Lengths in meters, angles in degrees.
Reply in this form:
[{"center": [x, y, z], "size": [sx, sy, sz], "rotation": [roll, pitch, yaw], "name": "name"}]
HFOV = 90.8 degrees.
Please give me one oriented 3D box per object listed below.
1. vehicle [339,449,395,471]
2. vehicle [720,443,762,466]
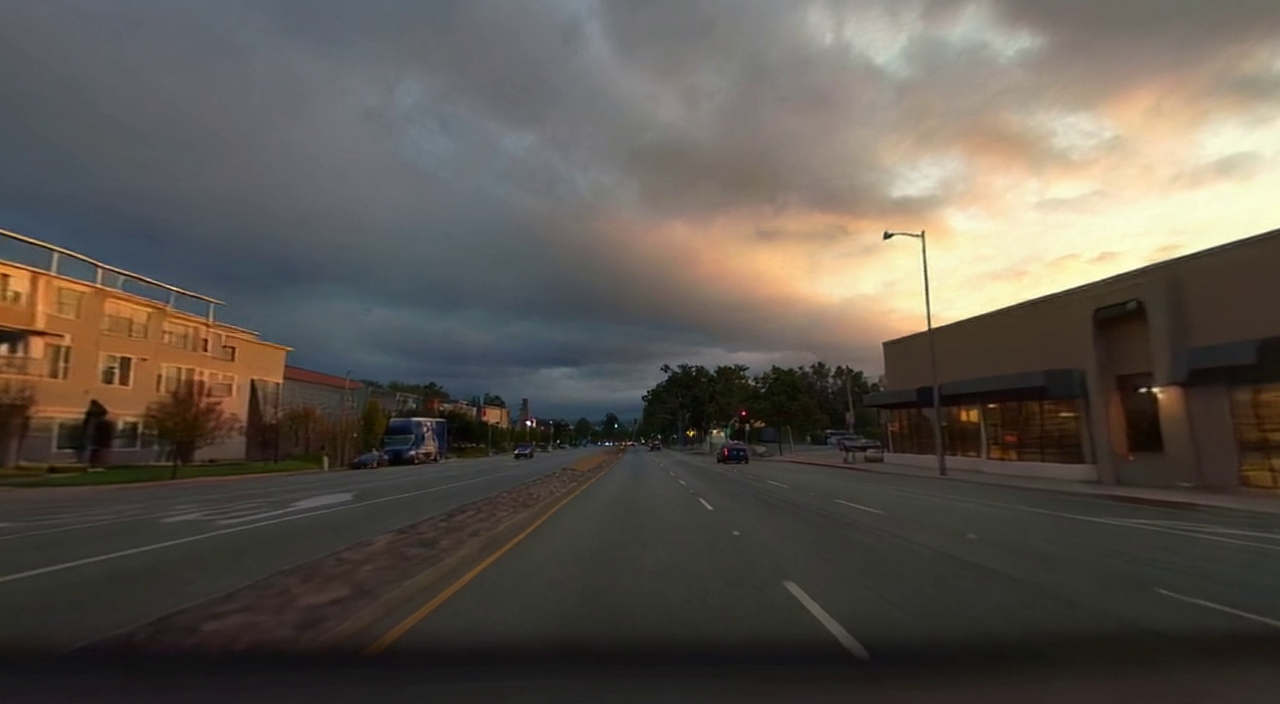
[{"center": [-19.044, 7.566, 44.357], "size": [1.950, 1.464, 4.414], "rotation": [0, -9, 0], "name": "vehicle"}, {"center": [6.598, 6.737, 41.724], "size": [1.916, 1.437, 4.327], "rotation": [0, -9, -2], "name": "vehicle"}]
